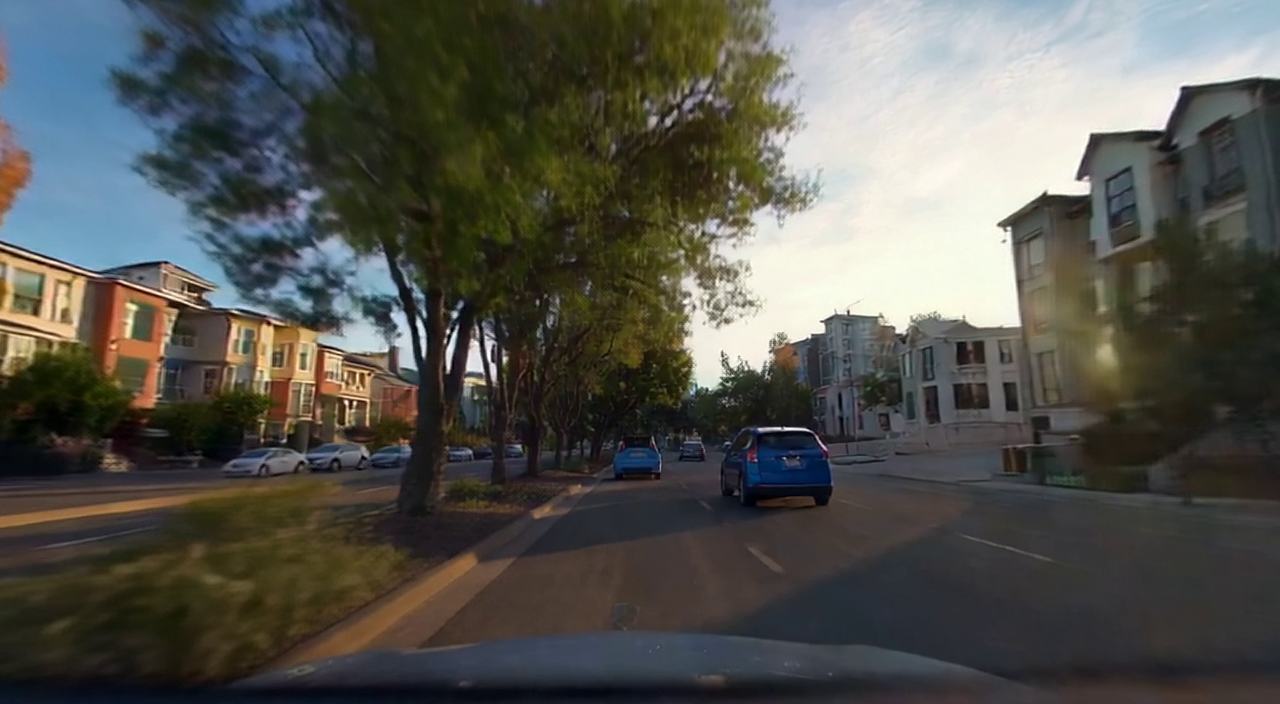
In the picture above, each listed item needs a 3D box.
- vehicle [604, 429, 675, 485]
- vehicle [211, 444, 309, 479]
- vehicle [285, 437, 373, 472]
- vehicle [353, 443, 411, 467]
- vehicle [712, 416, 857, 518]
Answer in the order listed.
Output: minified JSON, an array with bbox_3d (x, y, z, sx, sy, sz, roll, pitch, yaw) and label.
[{"bbox_3d":[0.043,3.868,23.560,2.345,1.841,5.032,0,-9,1],"label":"vehicle"},{"bbox_3d":[-18.644,5.421,31.333,1.954,1.570,4.828,1,-10,-2],"label":"vehicle"},{"bbox_3d":[-18.367,6.143,37.701,2.195,1.894,5.489,-2,-10,3],"label":"vehicle"},{"bbox_3d":[-18.311,7.372,45.111,1.961,1.556,4.791,-1,-10,3],"label":"vehicle"},{"bbox_3d":[2.872,2.425,13.726,2.033,1.823,4.409,0,-9,-1],"label":"vehicle"}]
